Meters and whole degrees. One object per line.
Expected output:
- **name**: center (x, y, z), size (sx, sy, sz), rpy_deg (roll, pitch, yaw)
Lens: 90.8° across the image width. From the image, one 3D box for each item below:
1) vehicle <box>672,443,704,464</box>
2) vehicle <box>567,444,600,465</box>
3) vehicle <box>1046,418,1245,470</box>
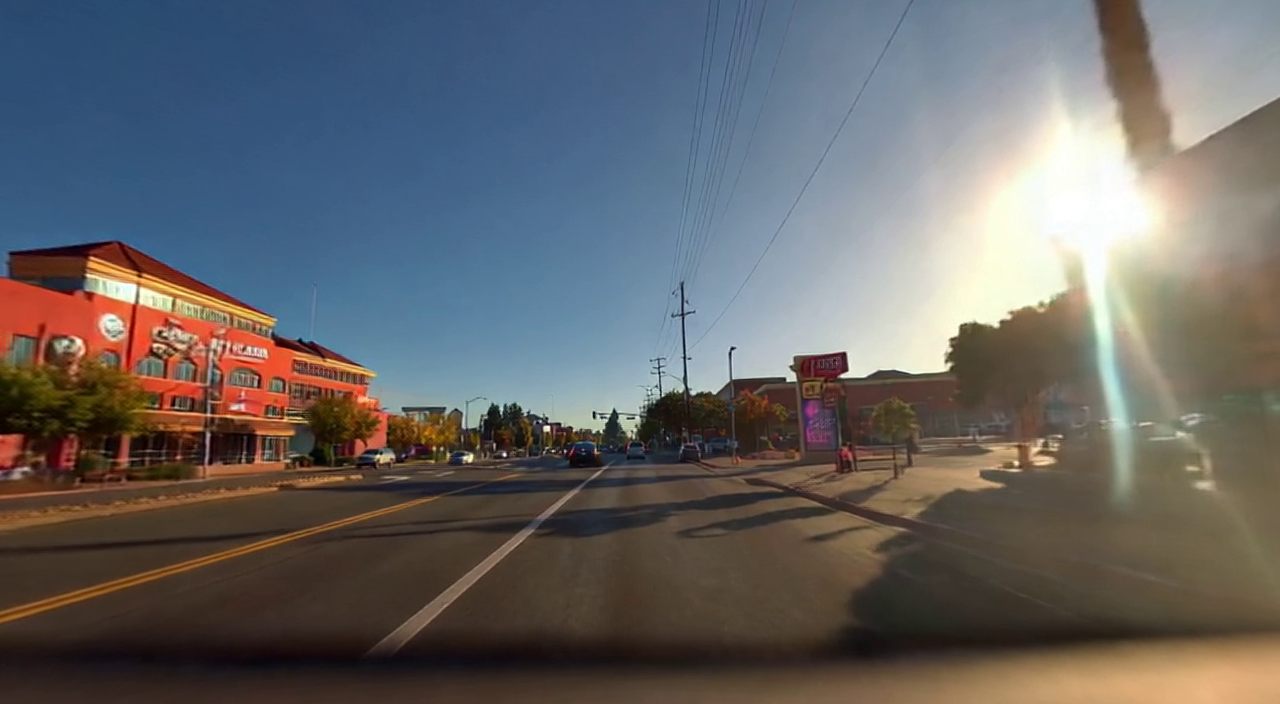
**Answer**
- **vehicle**: center (3.512, 7.596, 47.443), size (1.922, 1.507, 4.824), rpy_deg (0, -9, -1)
- **vehicle**: center (-4.221, 7.742, 47.898), size (2.179, 1.490, 4.742), rpy_deg (0, -9, -1)
- **vehicle**: center (16.364, 3.038, 20.731), size (2.150, 1.463, 4.524), rpy_deg (5, -10, -31)
